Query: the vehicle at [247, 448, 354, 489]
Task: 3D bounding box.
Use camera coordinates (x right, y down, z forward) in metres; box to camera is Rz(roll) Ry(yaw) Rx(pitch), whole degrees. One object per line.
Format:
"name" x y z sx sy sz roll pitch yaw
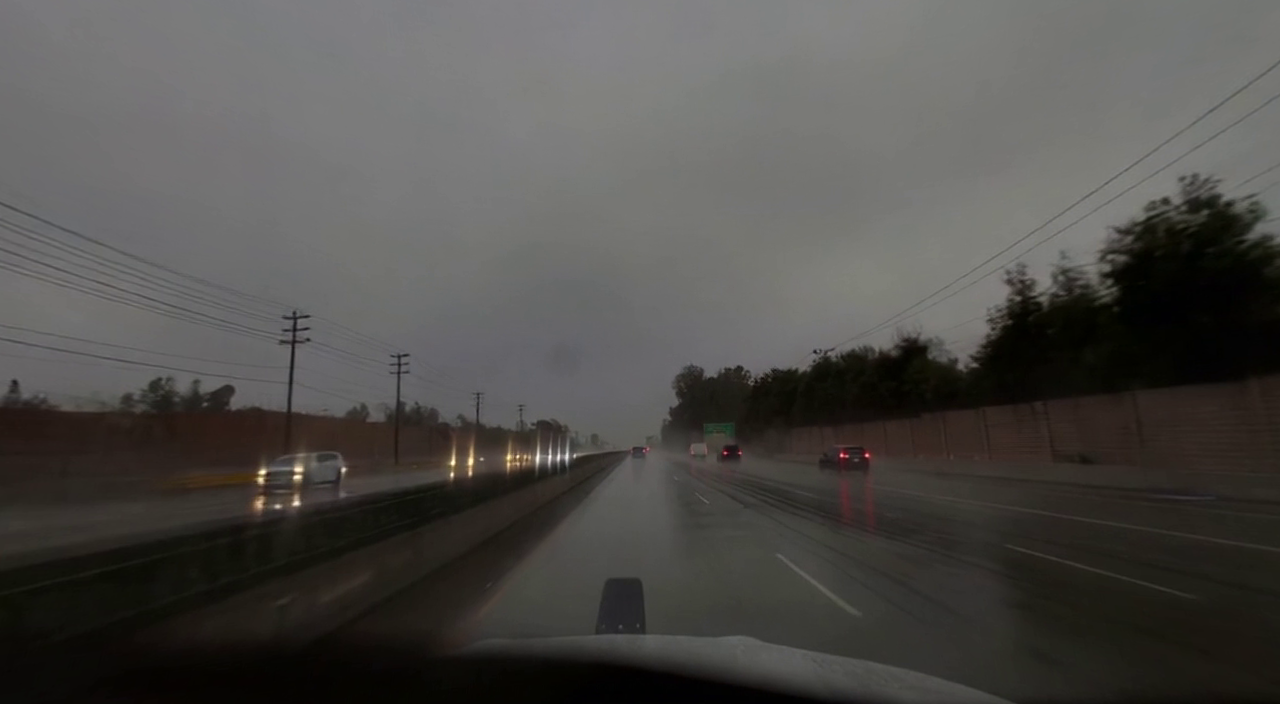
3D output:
"vehicle" -16.860 5.795 31.849 2.162 1.854 5.743 0 -9 0

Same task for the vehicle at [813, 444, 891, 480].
"vehicle" 9.633 5.011 29.159 1.969 1.506 4.422 0 -9 -2

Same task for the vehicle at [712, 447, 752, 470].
"vehicle" 6.449 7.474 44.754 2.069 1.520 4.614 0 -9 -1
